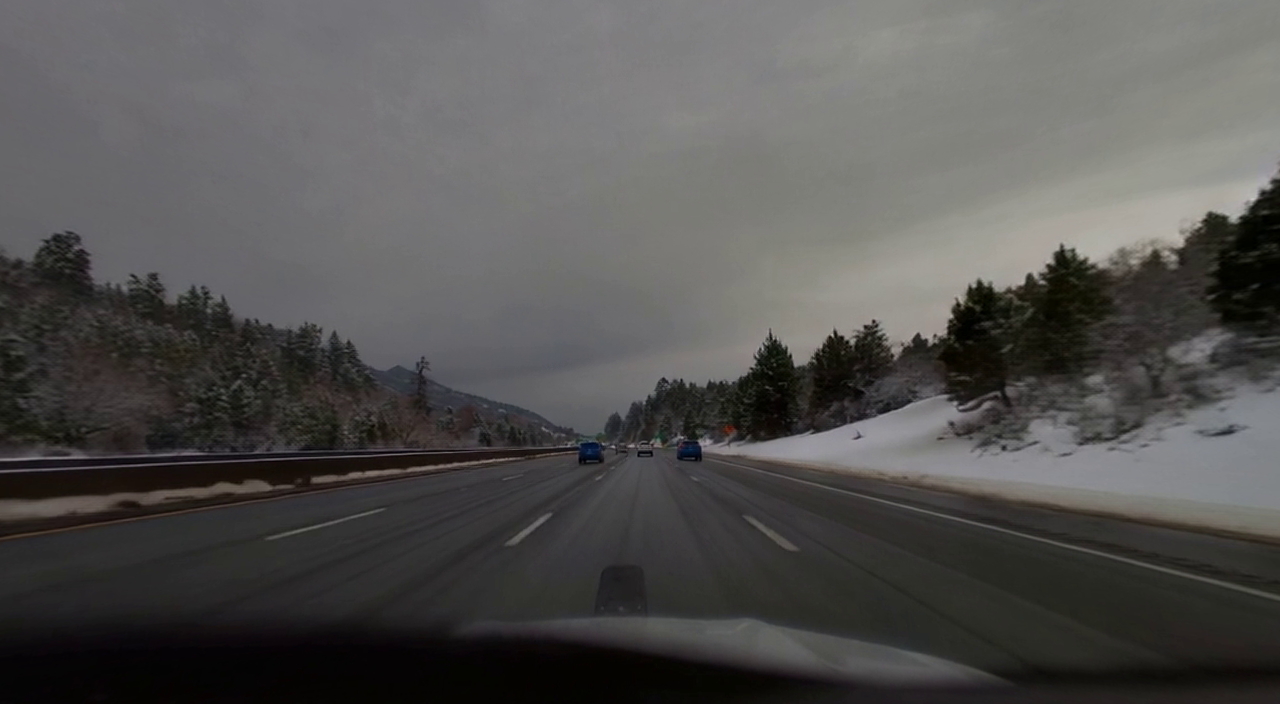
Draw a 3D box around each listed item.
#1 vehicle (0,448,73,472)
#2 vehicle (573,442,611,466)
[{"bbox_3d":[-38.870,6.757,39.684,1.922,1.371,4.805,0,-8,0],"label":"vehicle"},{"bbox_3d":[-3.244,7.027,43.770,2.159,1.562,4.441,0,-8,1],"label":"vehicle"}]
